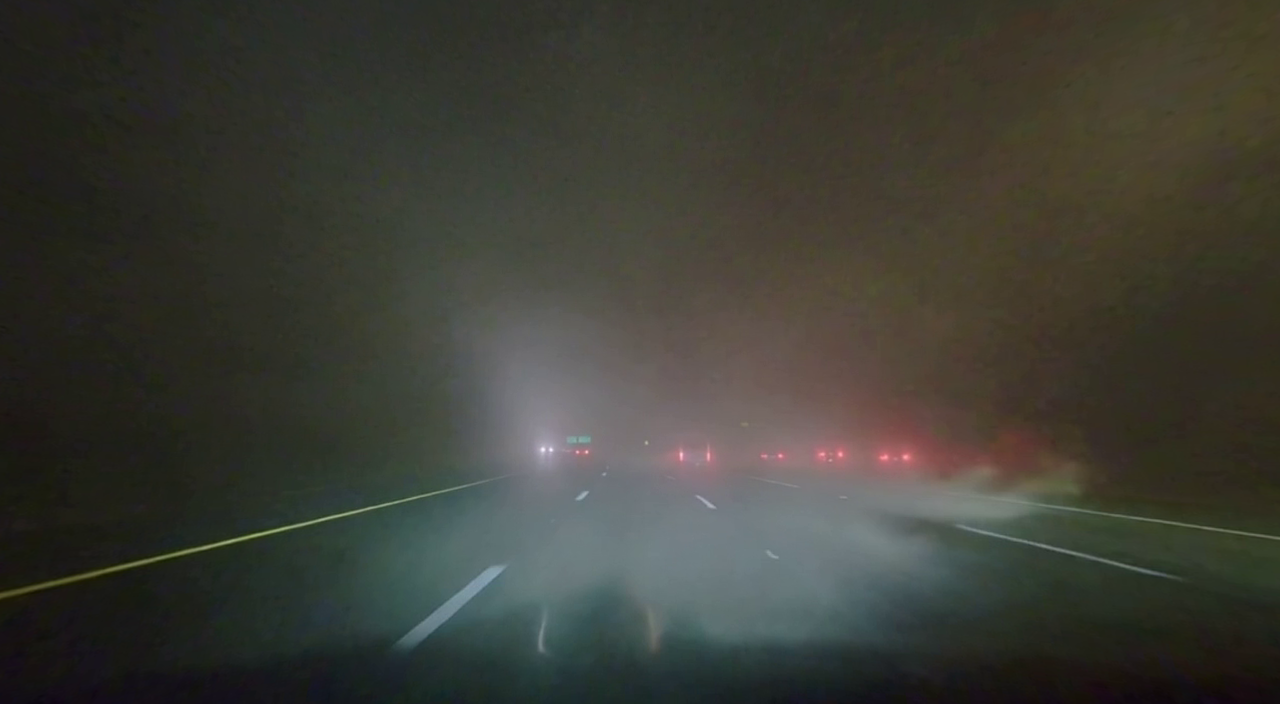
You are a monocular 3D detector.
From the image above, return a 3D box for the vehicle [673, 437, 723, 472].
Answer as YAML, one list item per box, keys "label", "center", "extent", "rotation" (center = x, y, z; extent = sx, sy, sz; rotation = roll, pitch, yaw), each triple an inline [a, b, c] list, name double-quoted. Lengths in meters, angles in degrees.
- label: "vehicle"
  center: [3.289, 5.924, 36.545]
  extent: [2.233, 1.861, 4.494]
  rotation: [1, -8, -3]
